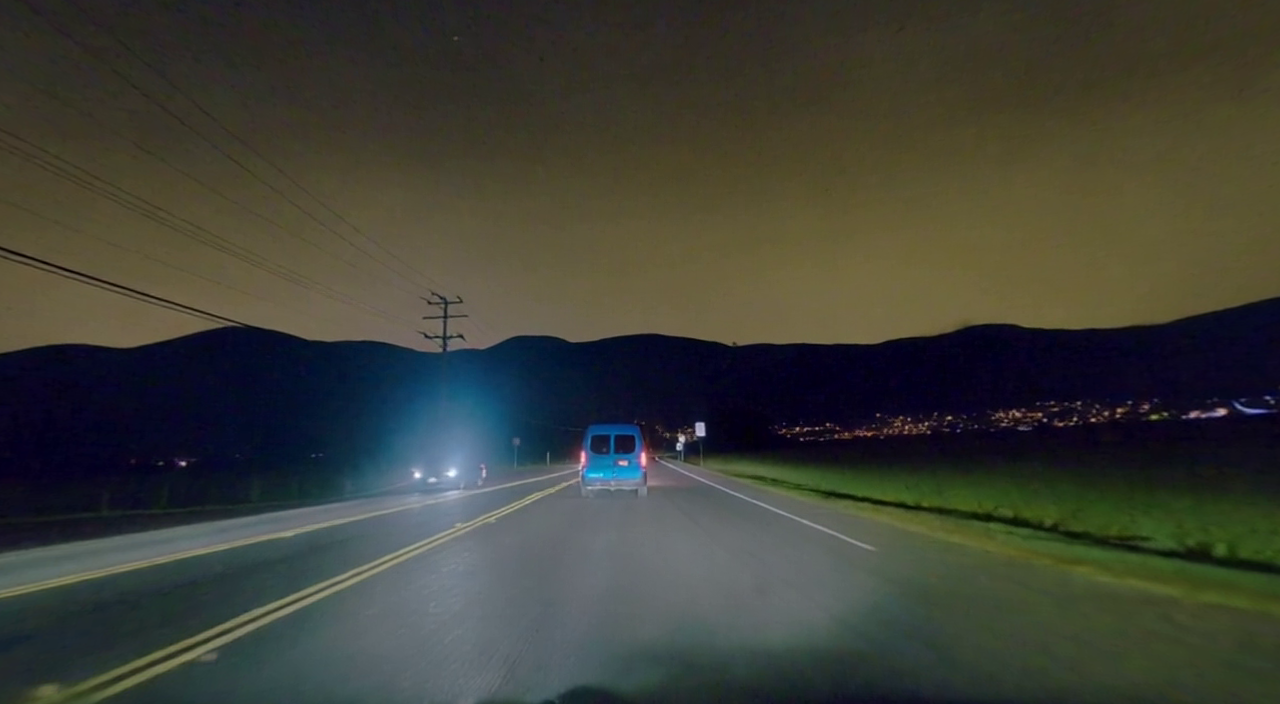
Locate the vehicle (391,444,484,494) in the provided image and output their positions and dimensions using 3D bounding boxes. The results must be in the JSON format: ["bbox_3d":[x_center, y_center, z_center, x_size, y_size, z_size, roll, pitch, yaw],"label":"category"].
[{"bbox_3d":[-8.809,5.092,27.903,2.089,1.946,4.979,-1,-8,5],"label":"vehicle"}]

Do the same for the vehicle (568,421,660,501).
[{"bbox_3d":[-0.739,3.261,19.268,2.454,2.144,4.535,0,-8,-1],"label":"vehicle"}]
